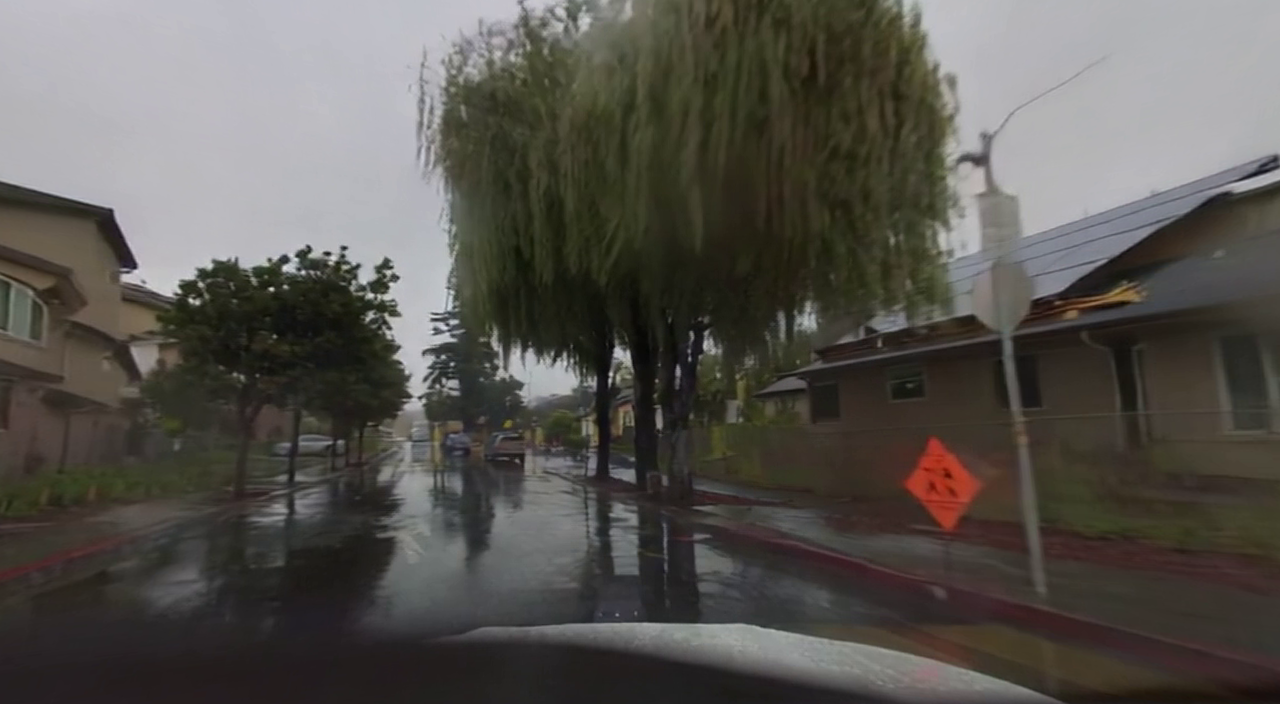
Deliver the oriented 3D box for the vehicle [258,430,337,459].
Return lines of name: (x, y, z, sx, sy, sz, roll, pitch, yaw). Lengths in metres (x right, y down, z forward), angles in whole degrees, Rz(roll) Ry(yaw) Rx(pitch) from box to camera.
vehicle: (-23.134, 6.273, 42.729, 4.205, 1.745, 2.121, 0, -11, -11)

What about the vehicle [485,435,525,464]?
vehicle: (-7.550, 5.388, 34.990, 1.998, 1.494, 3.927, 2, -8, -14)

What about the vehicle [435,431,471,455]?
vehicle: (-14.316, 6.958, 48.397, 2.050, 1.742, 4.197, 1, -8, -10)
